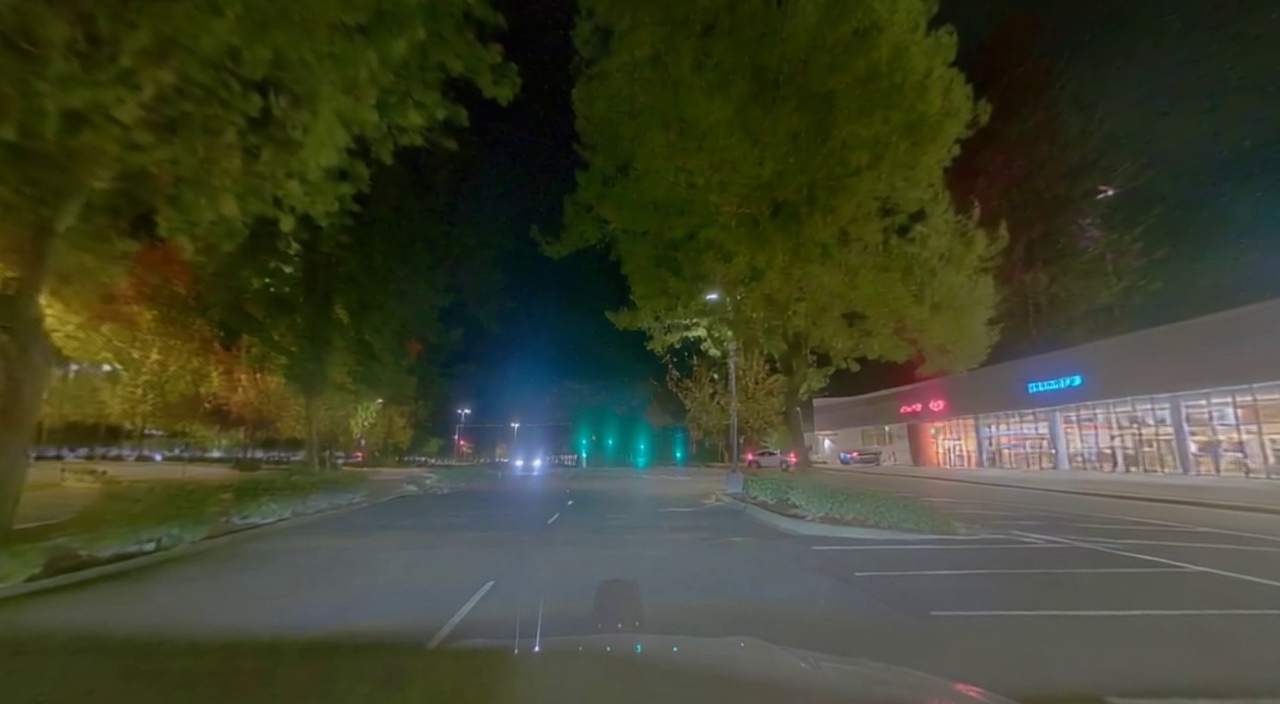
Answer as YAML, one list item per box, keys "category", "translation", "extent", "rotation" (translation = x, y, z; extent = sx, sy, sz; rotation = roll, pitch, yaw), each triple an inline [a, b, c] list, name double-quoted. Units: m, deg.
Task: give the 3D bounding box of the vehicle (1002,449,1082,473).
- category: "vehicle"
  translation: [26.843, 7.276, 42.373]
  extent: [1.845, 1.463, 4.399]
  rotation: [1, -8, -12]
